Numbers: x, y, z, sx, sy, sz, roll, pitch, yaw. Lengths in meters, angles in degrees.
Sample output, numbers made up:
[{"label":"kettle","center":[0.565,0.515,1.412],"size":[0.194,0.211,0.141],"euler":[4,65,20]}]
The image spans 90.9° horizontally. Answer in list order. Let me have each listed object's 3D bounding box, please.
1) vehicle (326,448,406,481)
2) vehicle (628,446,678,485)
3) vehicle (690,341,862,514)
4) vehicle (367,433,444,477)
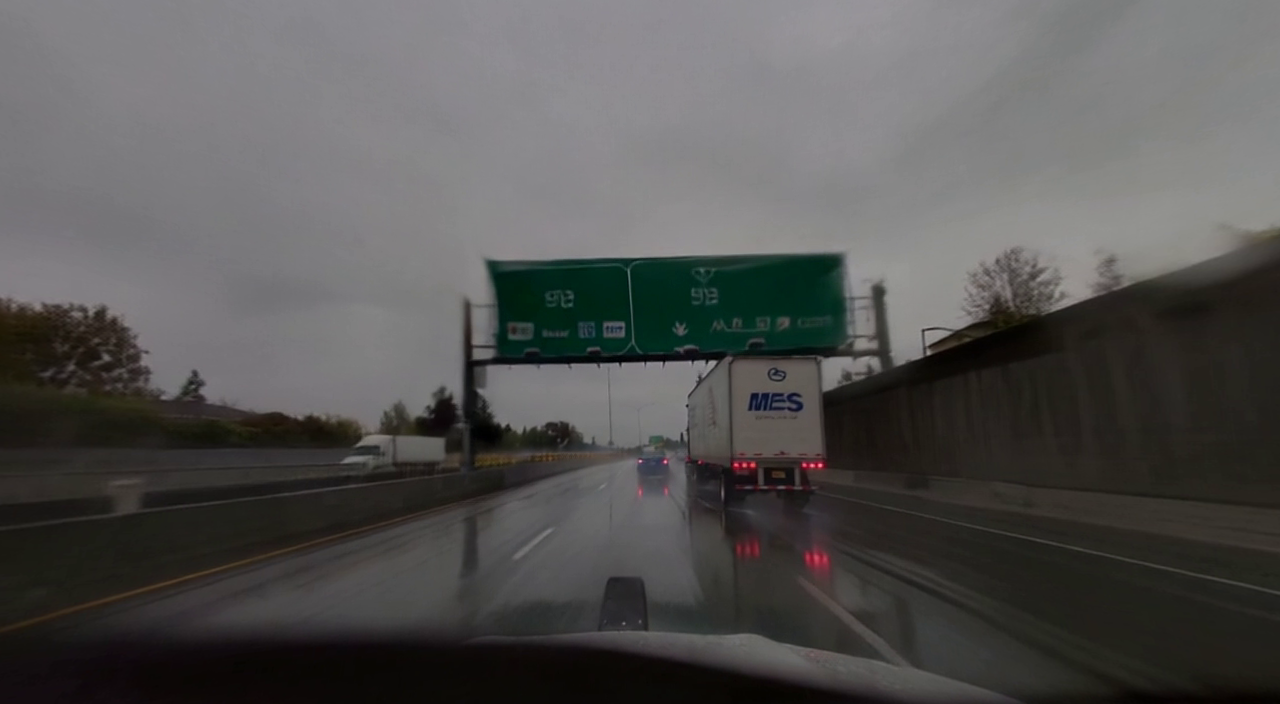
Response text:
[{"label":"vehicle","center":[-17.035,7.005,39.479],"size":[2.827,1.881,4.544],"euler":[0,-9,1]},{"label":"vehicle","center":[0.570,5.173,28.975],"size":[2.121,1.642,3.828],"euler":[0,-9,0]},{"label":"vehicle","center":[3.757,2.844,22.070],"size":[3.002,4.104,14.174],"euler":[0,-9,0]},{"label":"vehicle","center":[-16.974,7.534,46.260],"size":[2.732,2.908,7.110],"euler":[0,-9,1]}]
